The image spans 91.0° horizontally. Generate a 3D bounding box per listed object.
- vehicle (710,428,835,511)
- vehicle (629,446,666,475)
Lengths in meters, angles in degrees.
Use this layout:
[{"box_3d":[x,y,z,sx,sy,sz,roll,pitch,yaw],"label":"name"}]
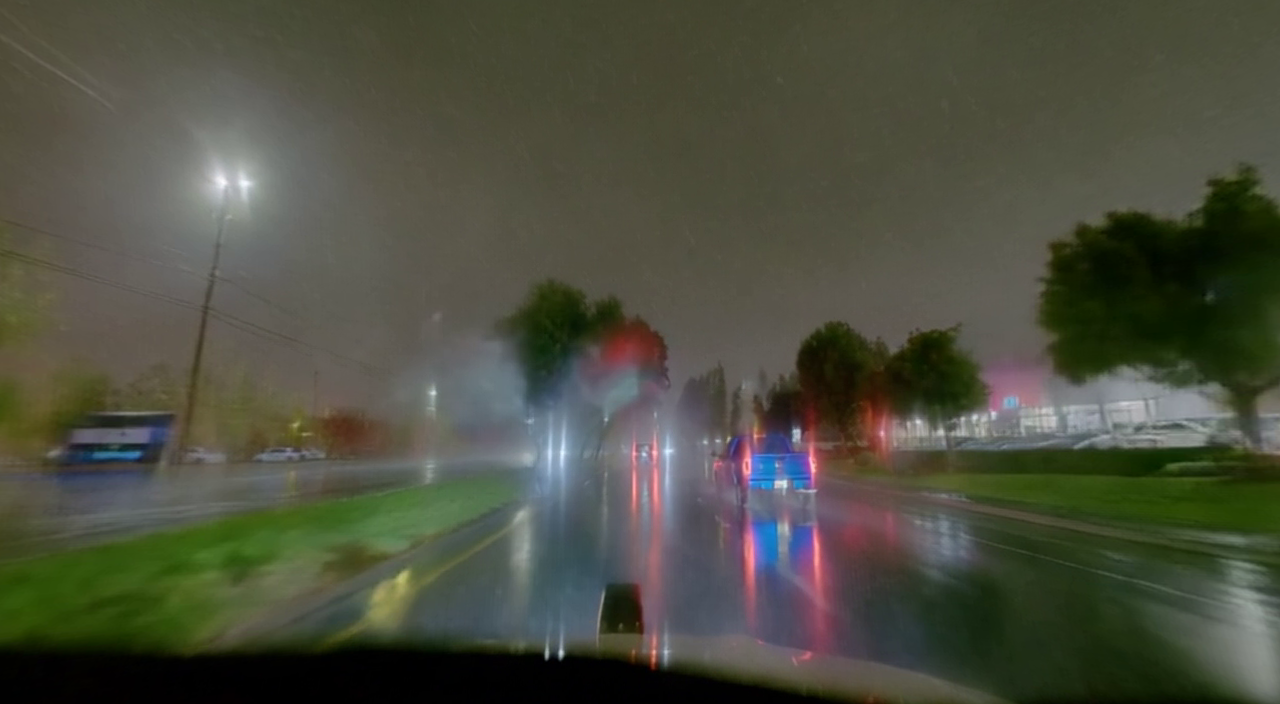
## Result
[{"box_3d":[3.478,3.230,17.869,2.367,1.919,5.651,0,-9,1],"label":"vehicle"},{"box_3d":[0.461,6.218,36.307,1.968,1.521,4.262,0,-9,1],"label":"vehicle"}]
